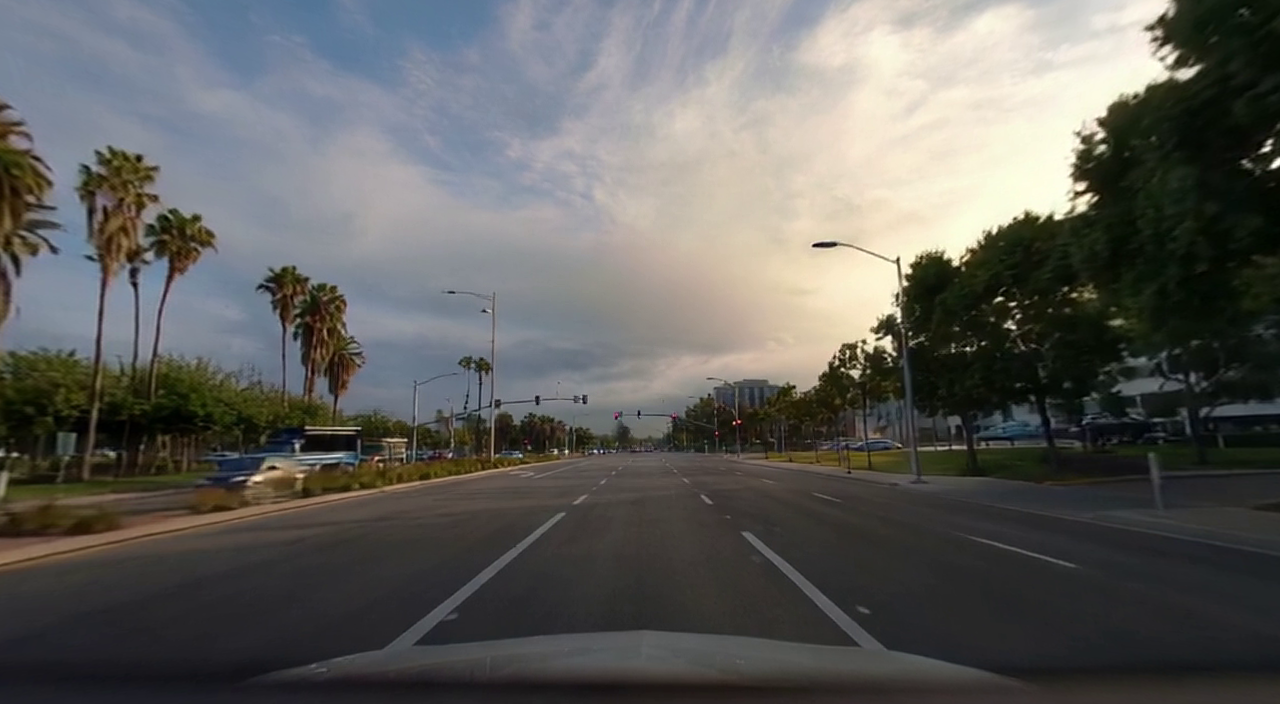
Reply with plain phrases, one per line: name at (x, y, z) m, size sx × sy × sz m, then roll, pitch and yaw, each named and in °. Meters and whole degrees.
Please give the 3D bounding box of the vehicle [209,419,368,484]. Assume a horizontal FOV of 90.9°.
vehicle at (-21.297, 6.179, 39.664) m, size 3.013 × 3.417 × 12.442 m, roll 0°, pitch -8°, yaw -1°

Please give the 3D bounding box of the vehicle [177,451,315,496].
vehicle at (-14.885, 4.587, 24.203) m, size 2.130 × 1.509 × 4.644 m, roll -1°, pitch -8°, yaw 3°
